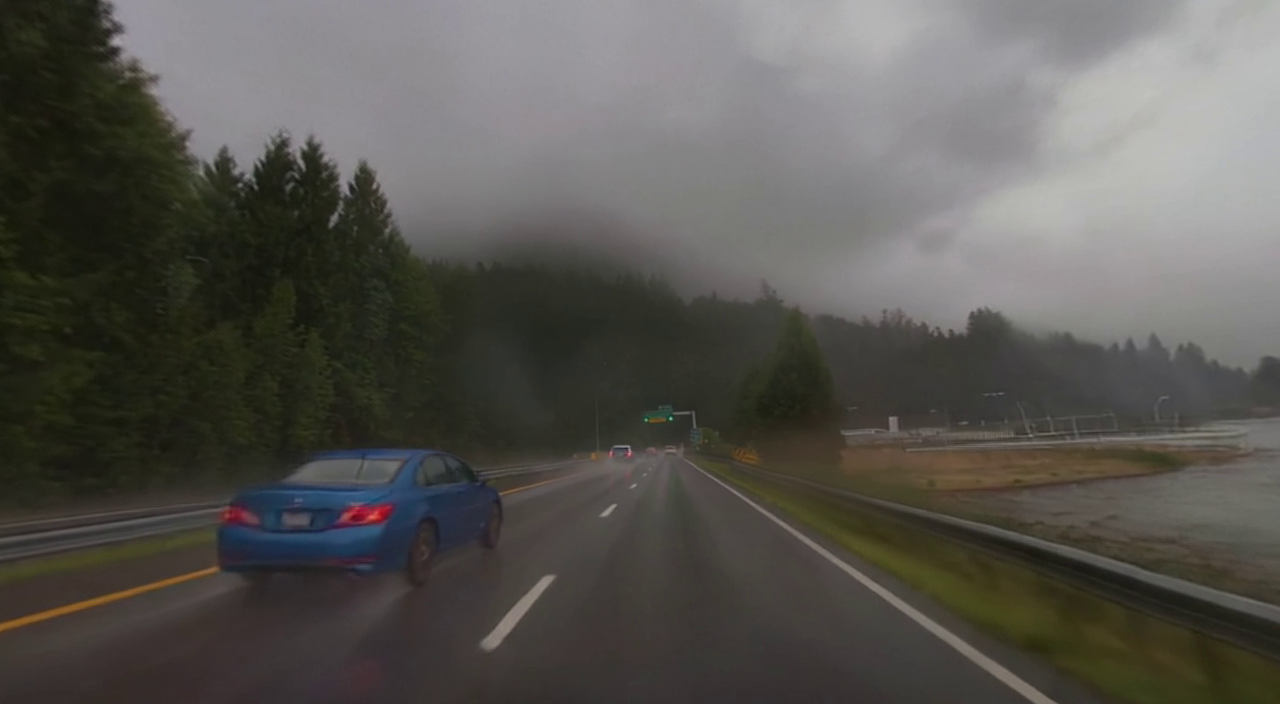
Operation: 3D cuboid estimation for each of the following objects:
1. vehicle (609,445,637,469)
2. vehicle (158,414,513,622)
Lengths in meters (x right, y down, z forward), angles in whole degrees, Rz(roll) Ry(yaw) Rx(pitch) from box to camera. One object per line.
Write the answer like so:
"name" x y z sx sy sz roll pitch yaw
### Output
"vehicle" -1.139 7.128 42.786 1.675 1.537 3.574 -1 -9 2
"vehicle" -2.695 1.545 6.646 1.846 1.566 3.525 -1 -9 2
